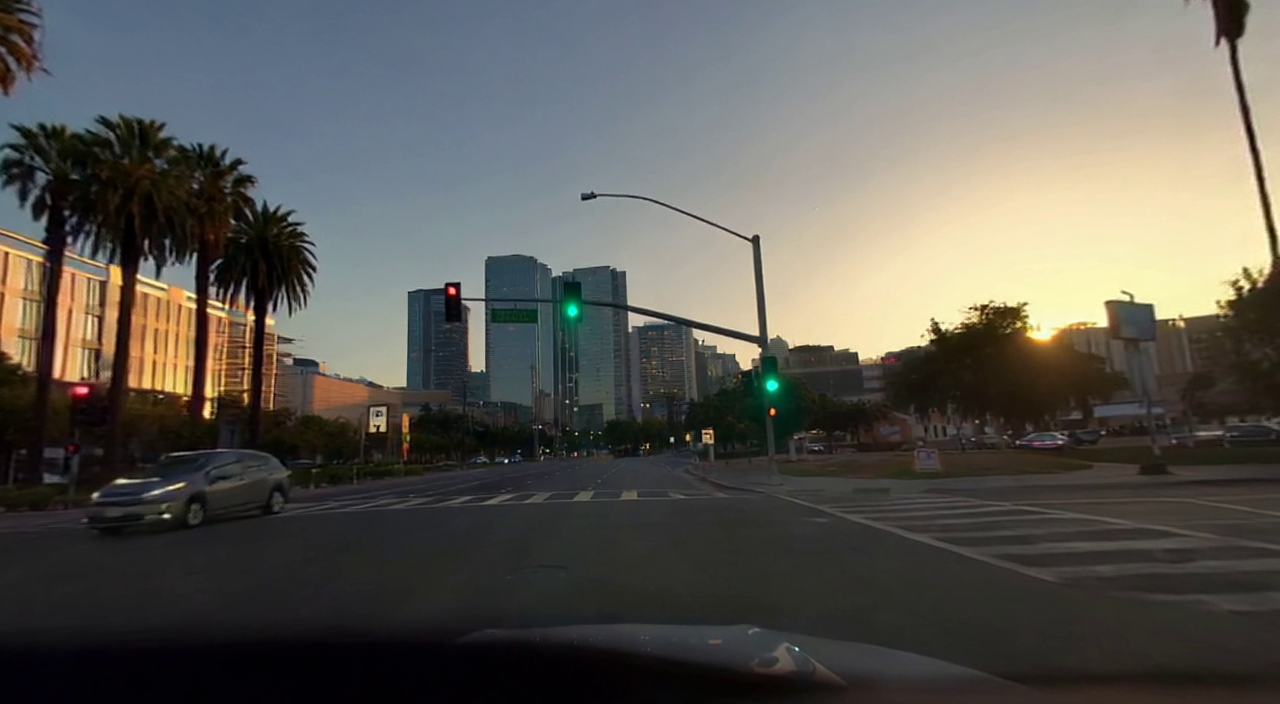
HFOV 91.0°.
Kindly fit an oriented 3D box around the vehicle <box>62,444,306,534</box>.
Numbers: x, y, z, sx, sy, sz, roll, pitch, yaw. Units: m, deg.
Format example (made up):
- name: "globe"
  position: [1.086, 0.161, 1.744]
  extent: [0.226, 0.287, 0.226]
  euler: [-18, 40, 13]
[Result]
- name: "vehicle"
  position: [-10.706, 3.194, 15.449]
  extent: [2.270, 1.833, 4.860]
  euler: [0, -9, 1]
